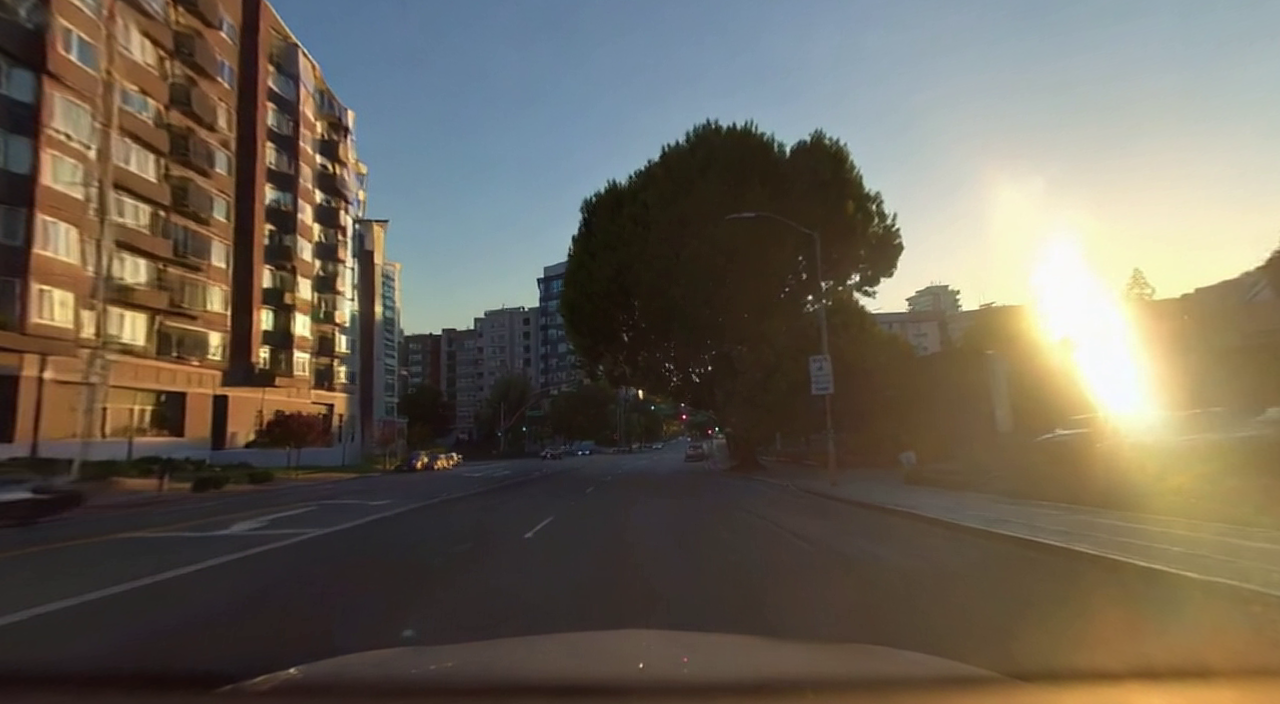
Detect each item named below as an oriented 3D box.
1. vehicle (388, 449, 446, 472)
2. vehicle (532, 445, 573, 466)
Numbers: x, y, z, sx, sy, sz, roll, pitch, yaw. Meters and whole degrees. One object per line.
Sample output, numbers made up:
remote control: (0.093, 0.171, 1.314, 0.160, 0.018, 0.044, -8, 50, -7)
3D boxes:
vehicle: (-15.216, 7.419, 43.275, 1.878, 1.506, 4.693, -2, -9, 6)
vehicle: (-6.727, 8.049, 49.071, 2.017, 1.473, 4.379, -2, -9, 9)
